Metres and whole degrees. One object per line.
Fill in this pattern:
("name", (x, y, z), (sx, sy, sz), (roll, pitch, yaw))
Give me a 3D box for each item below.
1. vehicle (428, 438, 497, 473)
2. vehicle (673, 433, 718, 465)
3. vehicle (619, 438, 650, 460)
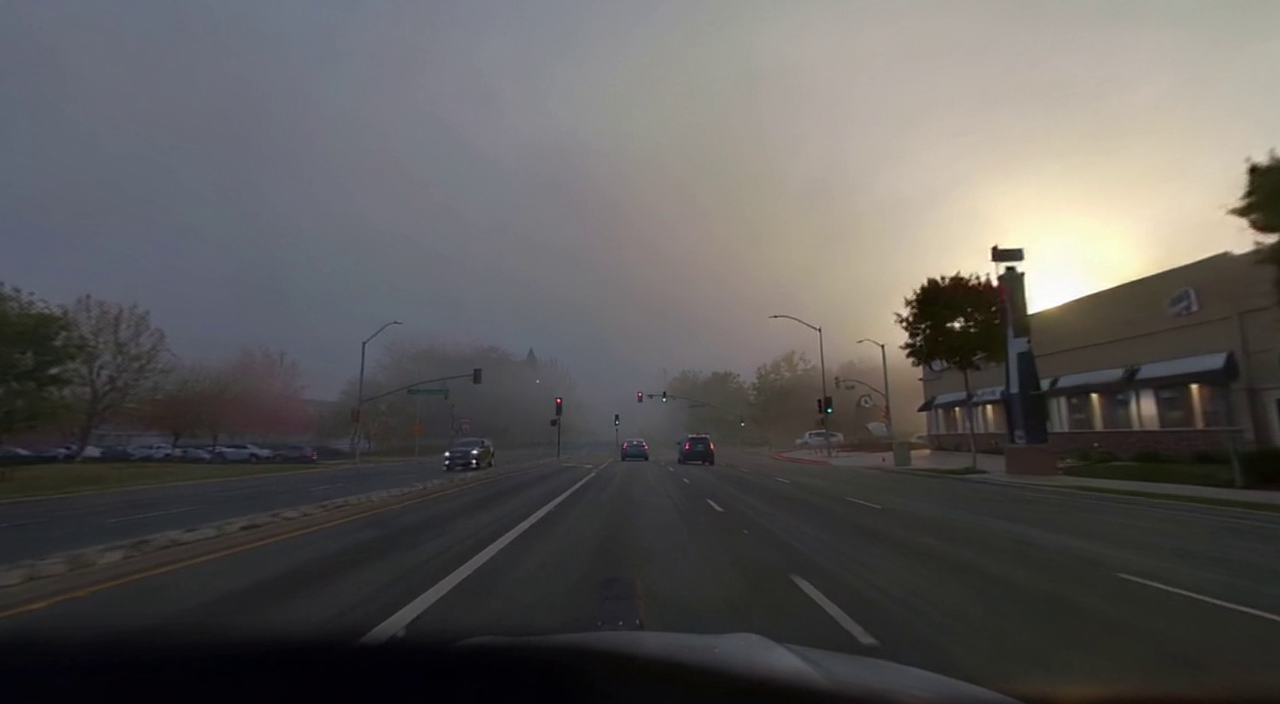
("vehicle", (-8.295, 4.857, 29.871), (1.969, 1.526, 4.261), (0, -9, 1))
("vehicle", (3.094, 5.549, 36.245), (2.103, 1.726, 4.385), (0, -9, -1))
("vehicle", (-0.339, 6.805, 44.225), (2.035, 1.474, 3.779), (0, -9, 1))
